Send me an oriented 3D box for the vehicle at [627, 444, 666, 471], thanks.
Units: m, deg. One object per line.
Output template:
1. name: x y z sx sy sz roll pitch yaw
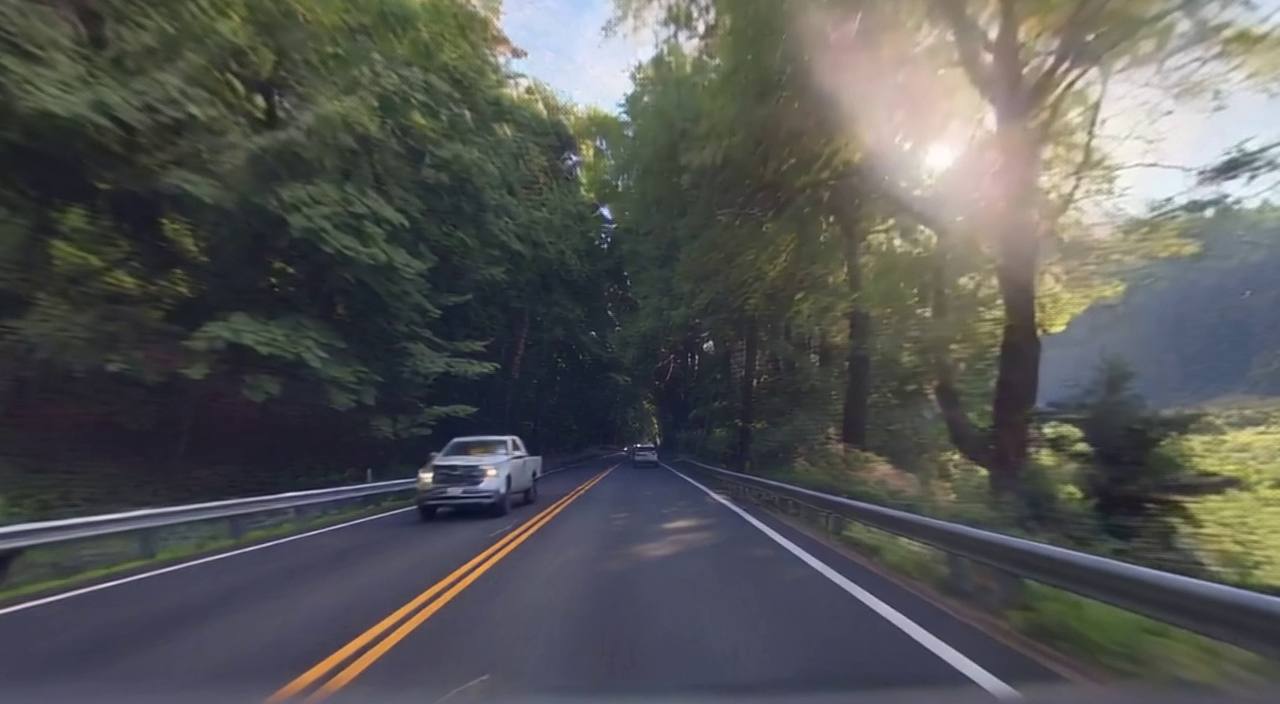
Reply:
1. vehicle: 0.338 6.272 37.869 2.120 1.491 4.349 0 -8 -2

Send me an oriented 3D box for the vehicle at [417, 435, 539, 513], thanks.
1. vehicle: -3.927 3.019 16.181 1.953 1.676 4.508 0 -8 0
